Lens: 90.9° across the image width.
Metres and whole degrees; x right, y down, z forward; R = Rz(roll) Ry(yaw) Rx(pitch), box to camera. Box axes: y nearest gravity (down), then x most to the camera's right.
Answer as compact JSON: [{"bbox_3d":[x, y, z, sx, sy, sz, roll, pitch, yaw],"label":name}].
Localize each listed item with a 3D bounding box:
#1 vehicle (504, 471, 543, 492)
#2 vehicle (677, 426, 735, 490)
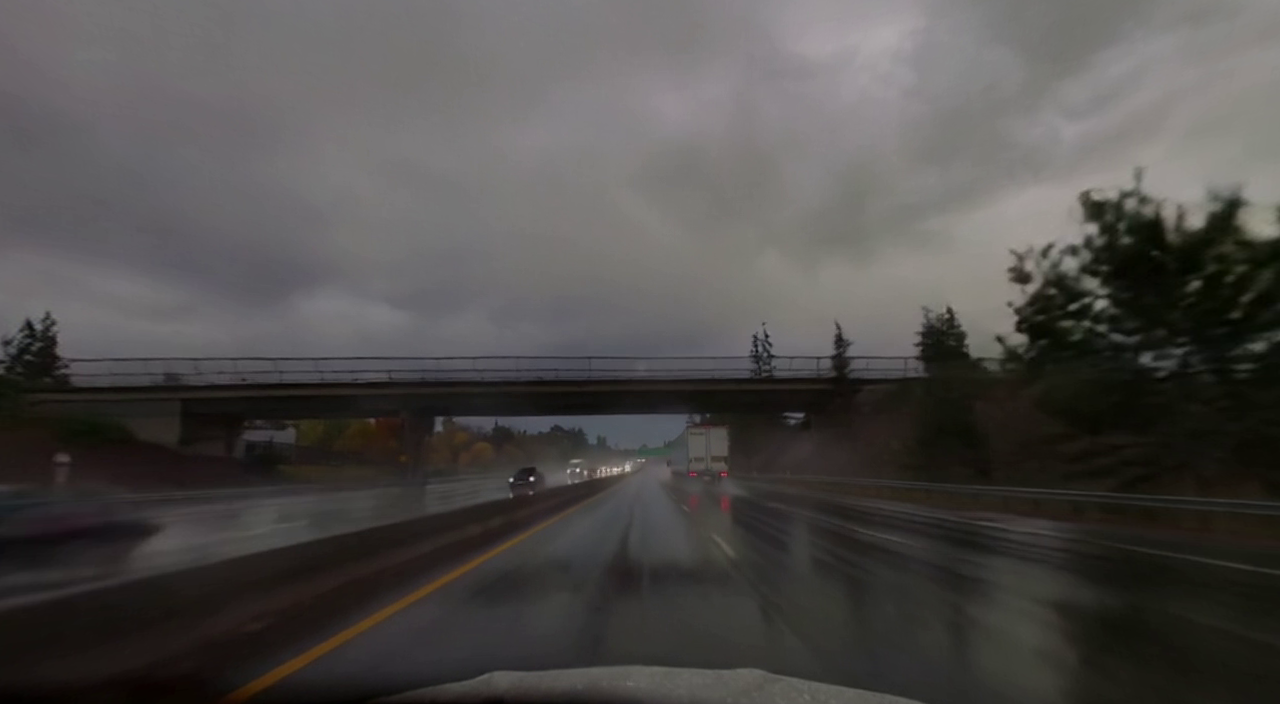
[{"bbox_3d":[-8.569,9.568,46.679,1.982,1.461,4.349,1,-11,1],"label":"vehicle"},{"bbox_3d":[4.508,7.836,46.027,3.054,4.005,11.895,1,-11,0],"label":"vehicle"}]
